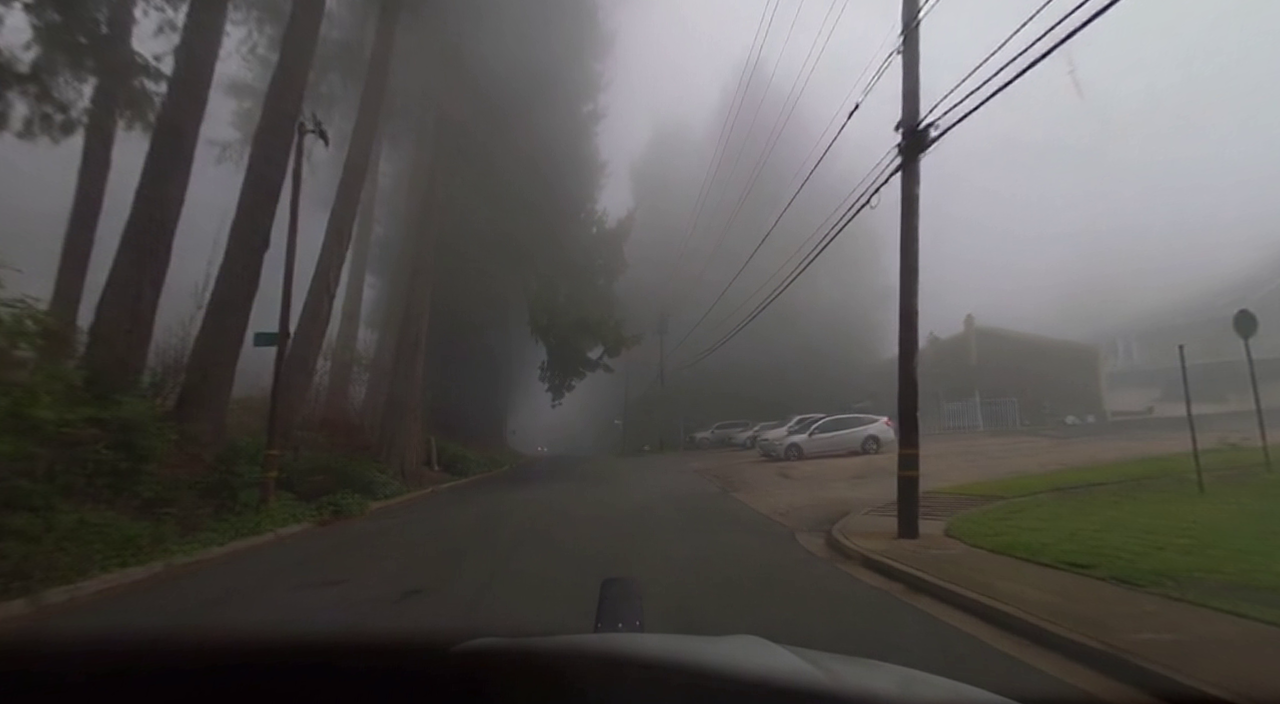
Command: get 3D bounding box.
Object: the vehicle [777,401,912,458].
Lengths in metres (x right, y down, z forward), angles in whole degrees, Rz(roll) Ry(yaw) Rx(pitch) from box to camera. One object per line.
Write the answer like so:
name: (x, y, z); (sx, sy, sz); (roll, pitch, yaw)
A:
vehicle: (7.784, 2.989, 24.065); (4.780, 1.984, 1.896); (4, -9, -24)
